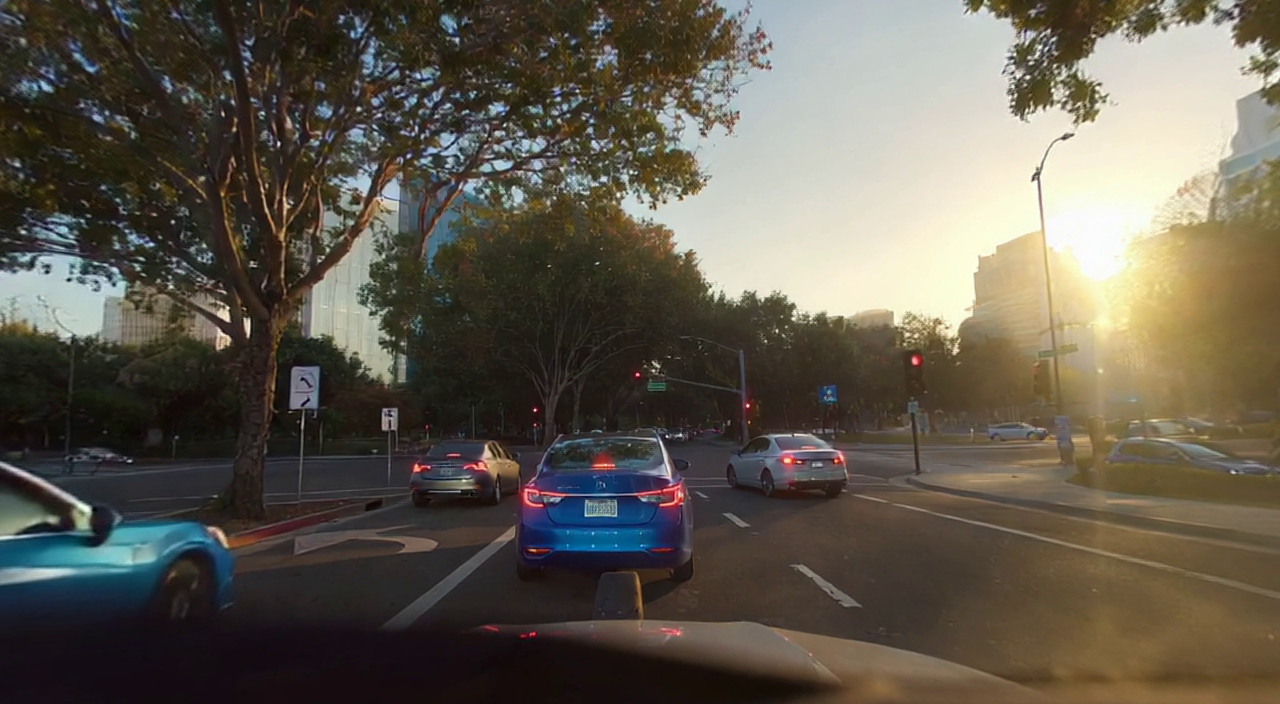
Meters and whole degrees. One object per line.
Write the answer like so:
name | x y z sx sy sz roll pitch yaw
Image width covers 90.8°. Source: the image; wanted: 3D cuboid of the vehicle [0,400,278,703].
vehicle | -3.741 0.928 2.486 2.074 1.485 4.395 0 -8 -1

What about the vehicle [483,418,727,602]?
vehicle | -0.358 1.641 7.495 2.045 1.533 4.183 0 -8 -2

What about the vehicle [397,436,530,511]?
vehicle | -3.781 2.663 14.293 1.998 1.452 3.773 0 -8 -2

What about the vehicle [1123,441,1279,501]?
vehicle | 15.177 3.030 16.273 3.951 1.418 1.842 0 -8 -3

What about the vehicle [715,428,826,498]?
vehicle | 3.427 3.008 17.510 2.028 1.678 4.220 0 -8 -2
